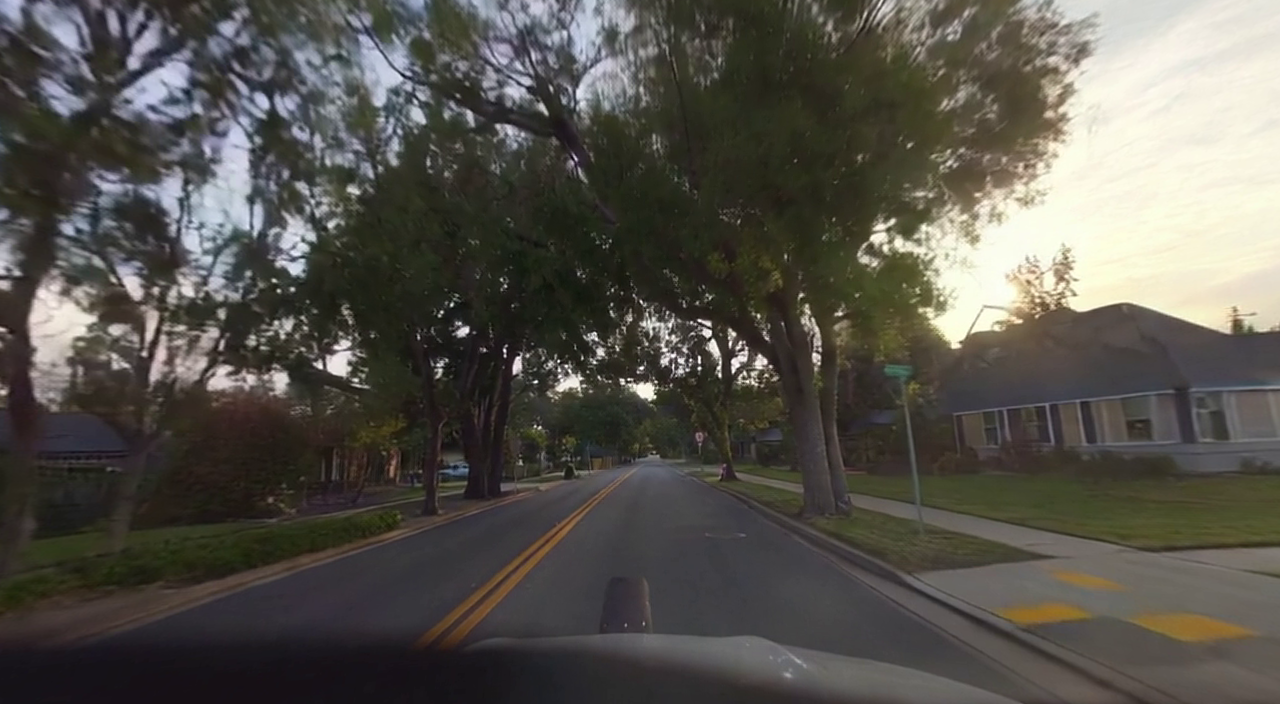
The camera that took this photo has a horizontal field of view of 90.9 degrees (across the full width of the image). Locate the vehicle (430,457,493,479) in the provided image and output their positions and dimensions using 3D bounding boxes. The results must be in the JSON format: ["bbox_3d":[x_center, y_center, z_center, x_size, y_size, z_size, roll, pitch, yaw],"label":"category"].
[{"bbox_3d":[-13.970,9.124,49.543,4.402,1.607,1.923,1,-8,-3],"label":"vehicle"}]
